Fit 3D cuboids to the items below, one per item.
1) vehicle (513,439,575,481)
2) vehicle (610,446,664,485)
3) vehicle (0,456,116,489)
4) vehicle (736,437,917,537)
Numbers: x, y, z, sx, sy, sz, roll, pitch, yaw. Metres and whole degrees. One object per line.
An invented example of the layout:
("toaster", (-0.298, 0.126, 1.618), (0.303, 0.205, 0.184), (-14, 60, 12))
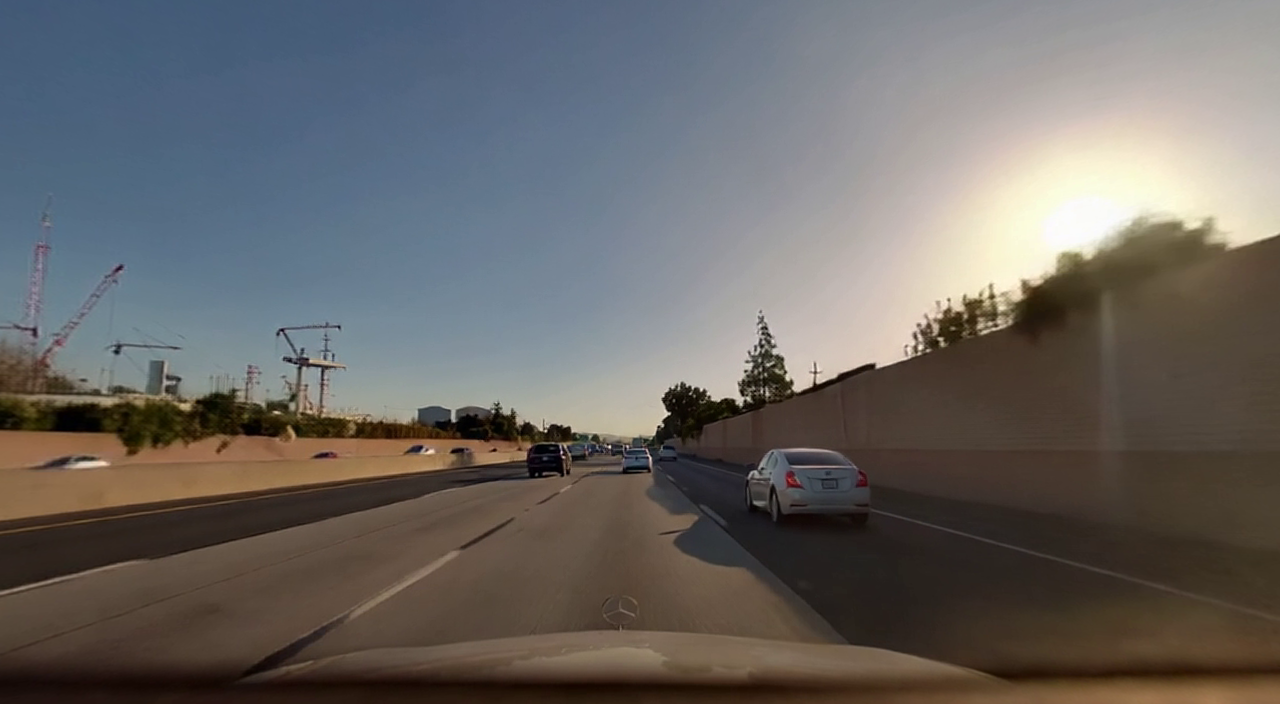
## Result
("vehicle", (-4.320, 4.908, 29.054), (2.121, 1.775, 4.335), (0, -9, 1))
("vehicle", (-0.130, 4.607, 26.036), (2.045, 1.452, 4.040), (0, -9, -1))
("vehicle", (-29.171, 5.968, 31.698), (1.792, 1.455, 4.579), (0, -9, 0))
("vehicle", (3.211, 2.408, 12.006), (1.917, 1.507, 4.540), (0, -9, -2))
